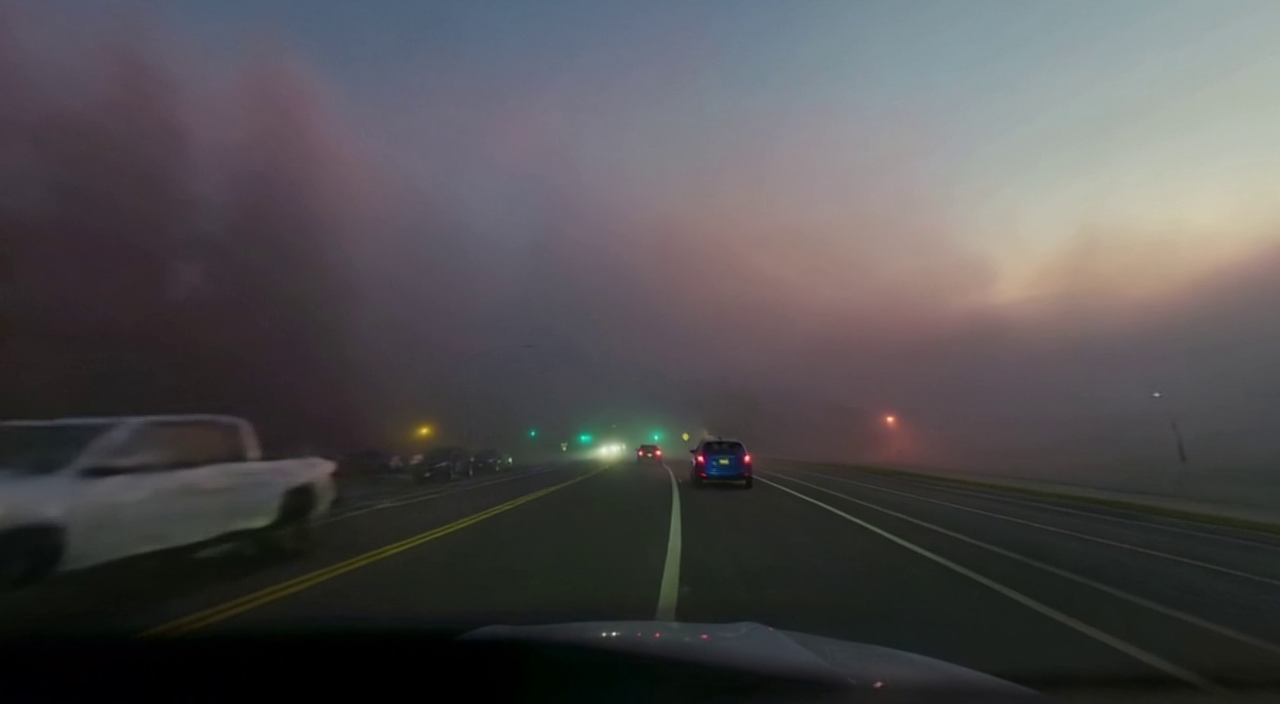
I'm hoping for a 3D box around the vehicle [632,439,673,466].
[{"bbox_3d":[0.641,5.695,35.842,2.196,1.449,4.006,0,-8,-1],"label":"vehicle"}]

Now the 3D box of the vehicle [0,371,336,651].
[{"bbox_3d":[-5.389,1.371,6.196,2.146,1.912,4.878,-1,-8,3],"label":"vehicle"}]

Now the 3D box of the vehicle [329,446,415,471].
[{"bbox_3d":[-16.671,6.628,39.390,4.514,1.523,1.860,0,-8,2],"label":"vehicle"}]

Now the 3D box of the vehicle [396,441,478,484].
[{"bbox_3d":[-9.230,5.058,29.186,2.188,1.813,4.478,0,-8,1],"label":"vehicle"}]

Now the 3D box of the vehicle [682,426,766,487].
[{"bbox_3d":[2.586,3.376,20.681,2.200,1.763,4.676,0,-8,1],"label":"vehicle"}]
